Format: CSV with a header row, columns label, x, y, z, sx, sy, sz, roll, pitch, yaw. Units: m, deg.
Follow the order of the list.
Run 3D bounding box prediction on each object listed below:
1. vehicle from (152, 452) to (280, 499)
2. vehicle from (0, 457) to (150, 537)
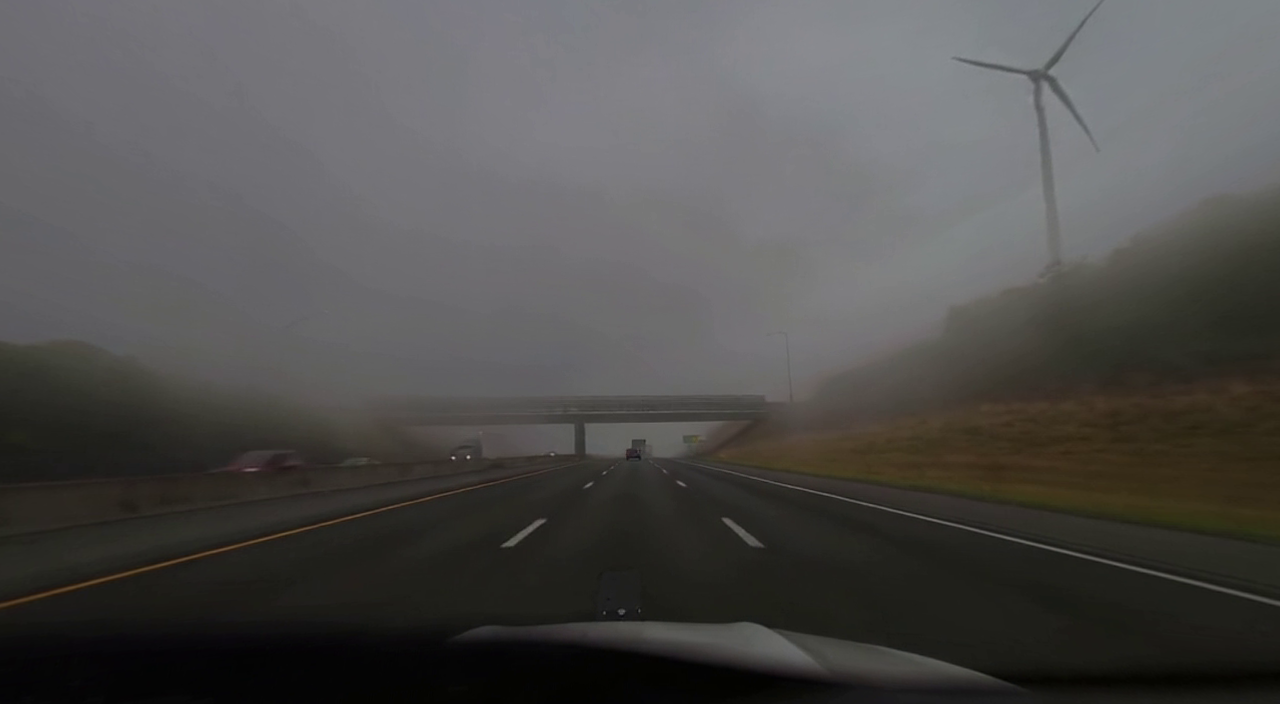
label,x,y,z,sx,sy,sz,roll,pitch,yaw
vehicle,-15.895,4.610,23.970,1.912,1.565,4.242,0,-9,0
vehicle,-12.237,2.808,12.613,1.839,1.359,3.813,0,-9,-1
